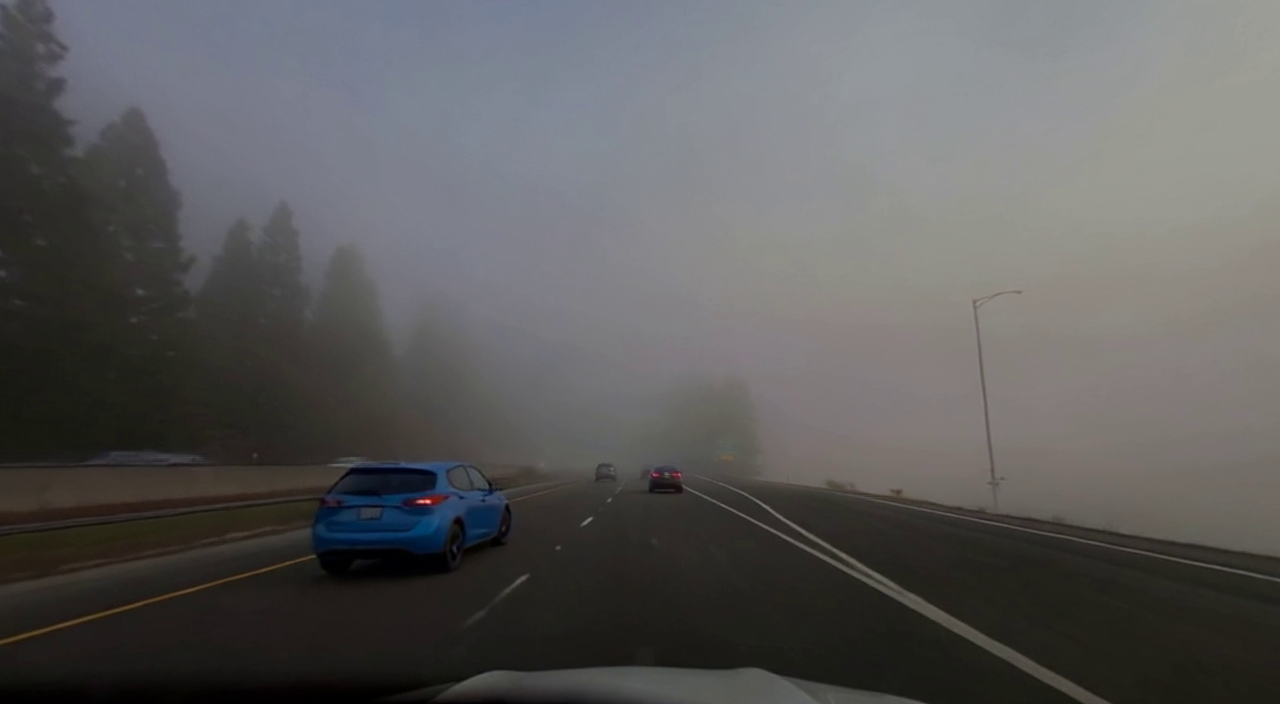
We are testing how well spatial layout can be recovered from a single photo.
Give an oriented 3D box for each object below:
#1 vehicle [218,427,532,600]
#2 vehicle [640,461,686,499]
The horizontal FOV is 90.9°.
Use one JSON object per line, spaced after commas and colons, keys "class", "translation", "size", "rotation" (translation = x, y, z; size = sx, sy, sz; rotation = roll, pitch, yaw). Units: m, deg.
{"class": "vehicle", "translation": [-3.050, 2.040, 8.691], "size": [2.176, 1.678, 4.724], "rotation": [0, -11, 1]}
{"class": "vehicle", "translation": [0.993, 5.792, 28.688], "size": [1.905, 1.559, 3.491], "rotation": [1, -11, -1]}
